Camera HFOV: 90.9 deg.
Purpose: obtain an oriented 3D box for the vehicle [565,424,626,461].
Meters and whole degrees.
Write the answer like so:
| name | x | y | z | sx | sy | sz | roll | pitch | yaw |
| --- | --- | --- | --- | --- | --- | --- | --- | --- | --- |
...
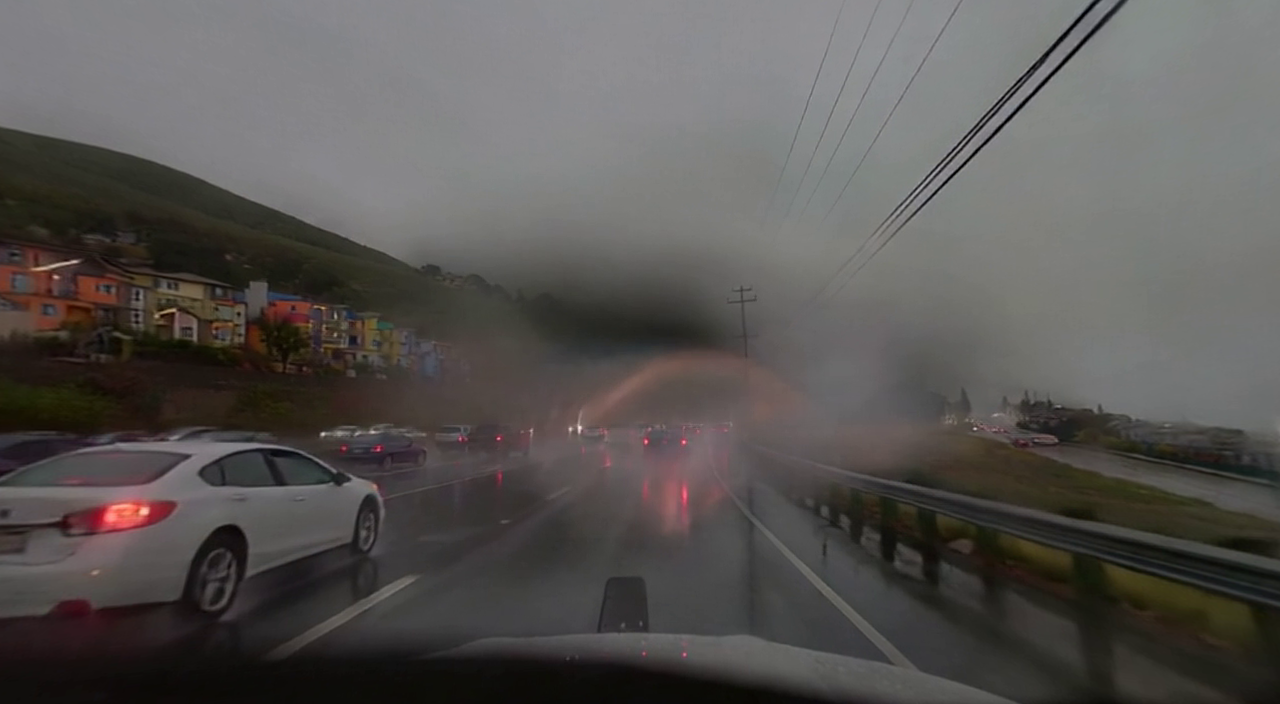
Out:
| name | x | y | z | sx | sy | sz | roll | pitch | yaw |
| --- | --- | --- | --- | --- | --- | --- | --- | --- | --- |
| vehicle | -2.034 | 4.354 | 30.308 | 2.121 | 1.639 | 4.383 | -1 | -8 | 7 |

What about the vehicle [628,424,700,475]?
| name | x | y | z | sx | sy | sz | roll | pitch | yaw |
| --- | --- | --- | --- | --- | --- | --- | --- | --- | --- |
| vehicle | 0.838 | 3.164 | 20.544 | 2.109 | 1.495 | 3.935 | -1 | -8 | 4 |

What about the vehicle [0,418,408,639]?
| name | x | y | z | sx | sy | sz | roll | pitch | yaw |
| --- | --- | --- | --- | --- | --- | --- | --- | --- | --- |
| vehicle | -4.454 | 1.552 | 6.746 | 1.956 | 1.478 | 4.789 | -1 | -8 | 2 |

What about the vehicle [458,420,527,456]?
| name | x | y | z | sx | sy | sz | roll | pitch | yaw |
| --- | --- | --- | --- | --- | --- | --- | --- | --- | --- |
| vehicle | -8.175 | 4.855 | 35.400 | 2.080 | 1.833 | 4.461 | -2 | -8 | 10 |
